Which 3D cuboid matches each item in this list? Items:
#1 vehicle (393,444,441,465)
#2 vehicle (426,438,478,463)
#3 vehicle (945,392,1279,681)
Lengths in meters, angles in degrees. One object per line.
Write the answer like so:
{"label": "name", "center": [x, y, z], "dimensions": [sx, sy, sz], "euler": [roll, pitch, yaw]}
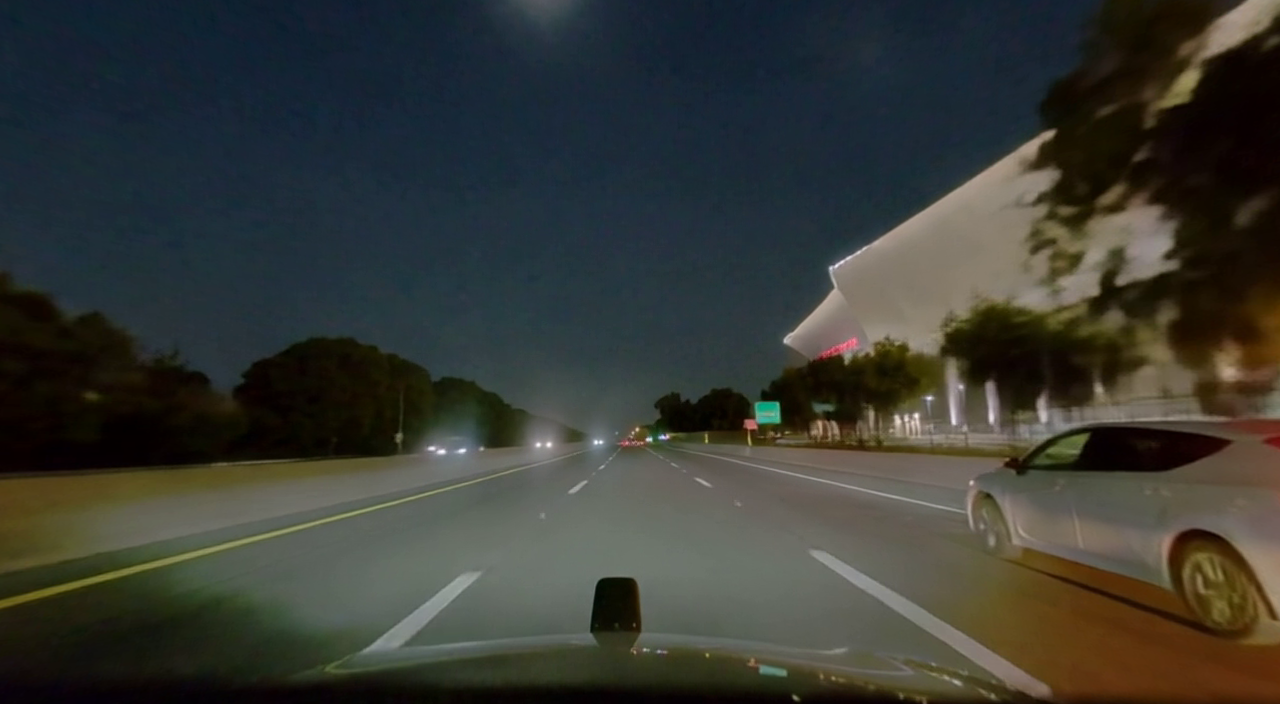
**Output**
{"label": "vehicle", "center": [-16.597, 7.618, 47.096], "dimensions": [2.045, 1.448, 4.278], "euler": [0, -8, 0]}
{"label": "vehicle", "center": [-12.196, 6.387, 41.186], "dimensions": [1.998, 1.519, 4.537], "euler": [0, -8, 0]}
{"label": "vehicle", "center": [4.577, 1.206, 4.814], "dimensions": [2.095, 1.587, 4.638], "euler": [0, -8, -1]}
